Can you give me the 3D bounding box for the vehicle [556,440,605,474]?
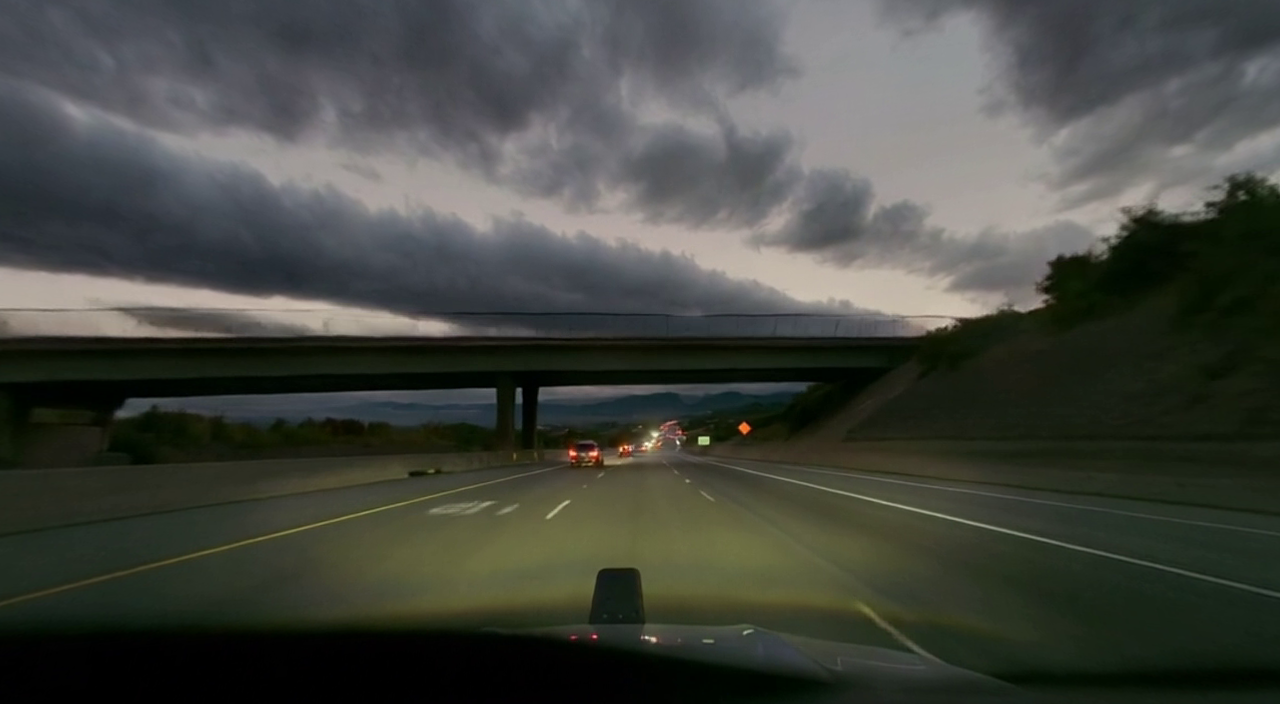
[{"bbox_3d":[-3.197,5.791,34.852,2.181,1.730,4.517,0,-9,1],"label":"vehicle"}]
